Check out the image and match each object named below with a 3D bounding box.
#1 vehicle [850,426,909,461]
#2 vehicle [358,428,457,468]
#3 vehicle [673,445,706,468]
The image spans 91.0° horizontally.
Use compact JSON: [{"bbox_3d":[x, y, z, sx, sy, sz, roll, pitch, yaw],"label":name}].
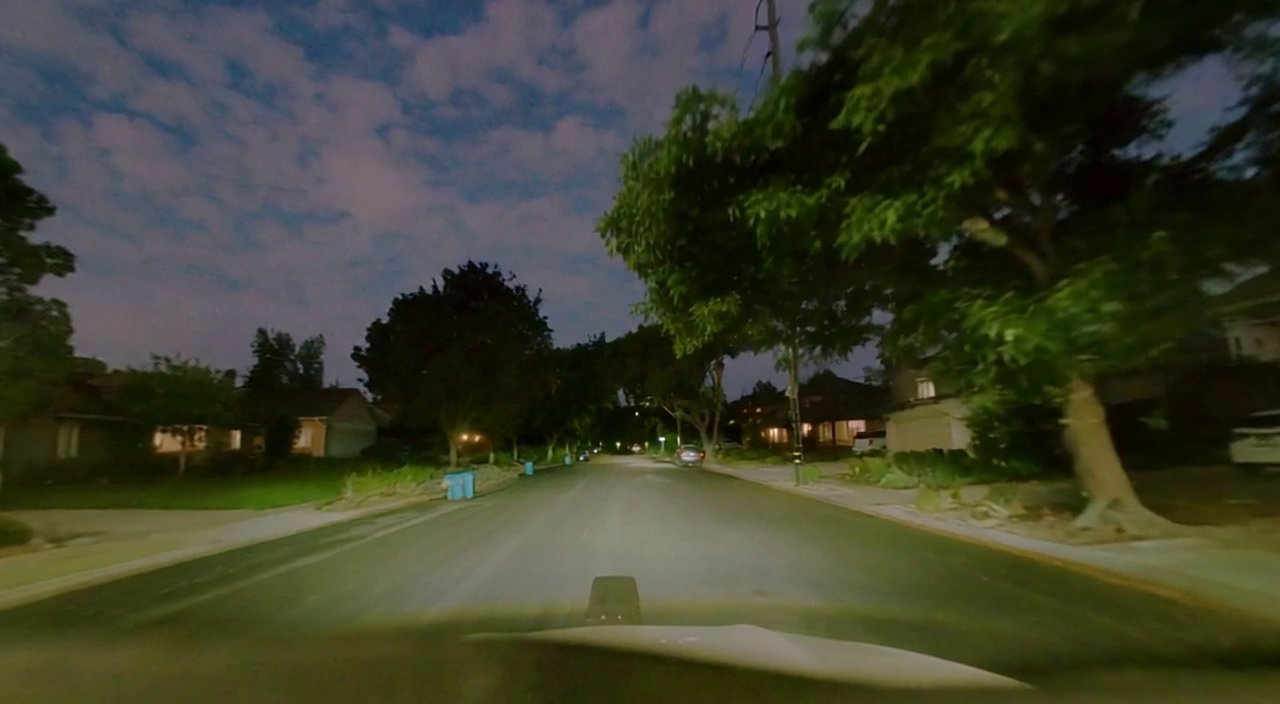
[{"bbox_3d":[14.495,5.524,37.925,2.222,1.963,4.670,-6,-10,33],"label":"vehicle"},{"bbox_3d":[-17.419,7.210,47.341,6.381,2.645,2.703,-3,-9,9],"label":"vehicle"},{"bbox_3d":[3.420,7.370,44.489,2.011,1.521,4.292,0,-9,0],"label":"vehicle"}]
